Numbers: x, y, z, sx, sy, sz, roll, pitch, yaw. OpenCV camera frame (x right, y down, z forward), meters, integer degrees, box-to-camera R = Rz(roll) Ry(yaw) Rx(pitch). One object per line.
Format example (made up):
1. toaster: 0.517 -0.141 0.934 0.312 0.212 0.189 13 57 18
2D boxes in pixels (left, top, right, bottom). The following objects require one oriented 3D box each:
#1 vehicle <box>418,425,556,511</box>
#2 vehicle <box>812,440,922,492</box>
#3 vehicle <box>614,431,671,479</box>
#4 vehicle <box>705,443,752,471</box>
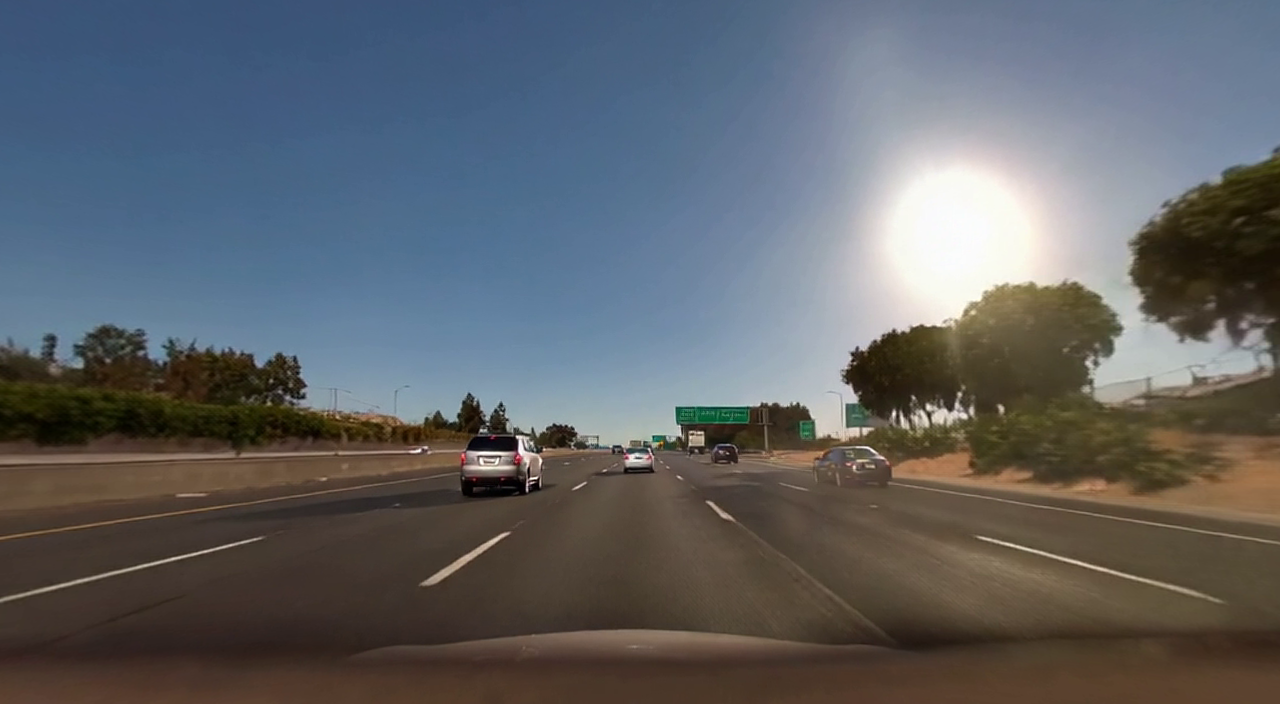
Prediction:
1. vehicle: -3.464 2.732 15.255 2.142 1.759 4.297 0 -9 2
2. vehicle: 7.232 3.678 20.628 1.936 1.480 4.373 0 -9 0
3. vehicle: 0.131 4.479 27.465 2.270 1.862 4.949 0 -9 1
4. vehicle: 4.869 5.858 35.339 2.005 1.456 4.287 0 -9 0
